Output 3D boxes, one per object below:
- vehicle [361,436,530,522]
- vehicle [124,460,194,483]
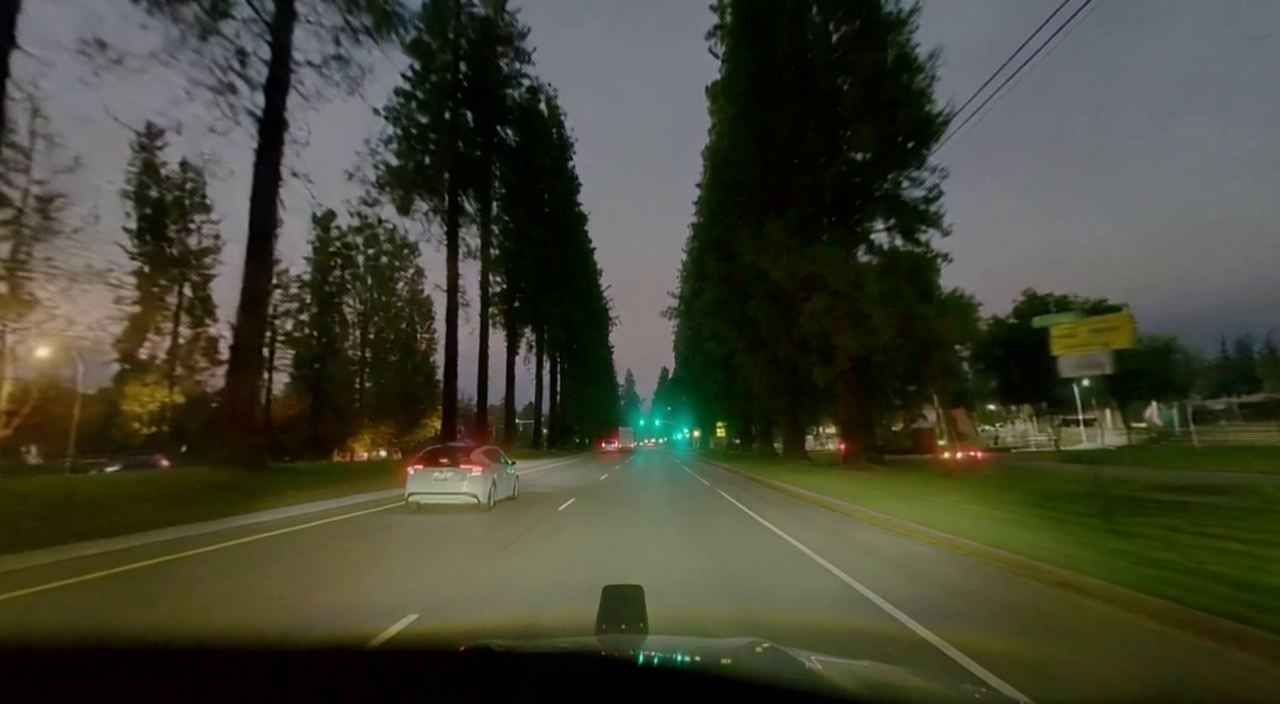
[{"bbox_3d":[-3.733,2.515,13.113,2.033,1.454,4.512,0,-8,1],"label":"vehicle"},{"bbox_3d":[-34.436,8.566,45.251,1.666,1.443,4.187,0,-8,0],"label":"vehicle"}]
